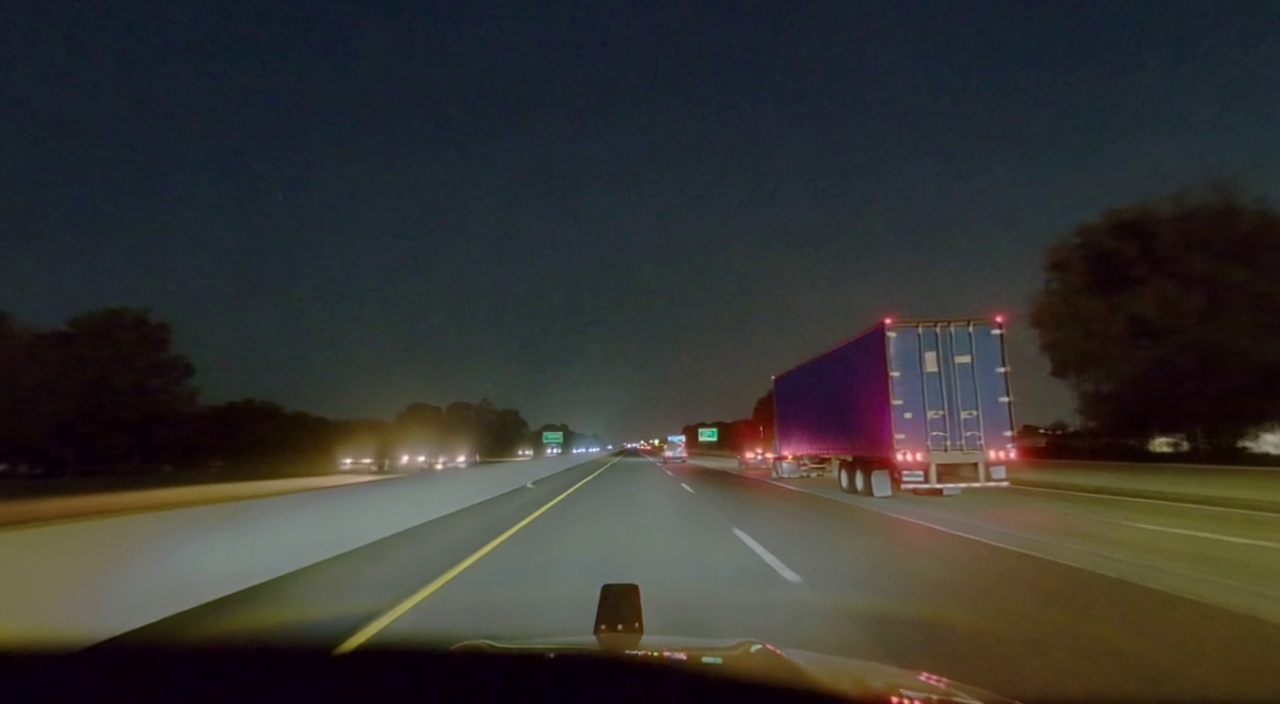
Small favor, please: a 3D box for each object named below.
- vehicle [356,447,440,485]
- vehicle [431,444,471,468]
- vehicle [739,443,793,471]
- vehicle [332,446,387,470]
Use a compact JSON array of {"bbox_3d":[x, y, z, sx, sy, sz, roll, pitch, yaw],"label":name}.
[{"bbox_3d":[-11.045,5.204,29.255,2.125,1.503,4.530,1,-8,-1],"label":"vehicle"},{"bbox_3d":[-14.189,7.831,47.681,1.788,1.655,4.254,0,-8,-1],"label":"vehicle"},{"bbox_3d":[6.868,5.770,34.884,2.009,1.456,4.097,0,-9,-2],"label":"vehicle"},{"bbox_3d":[-22.085,8.318,49.899,2.035,1.779,4.906,0,-9,0],"label":"vehicle"}]
